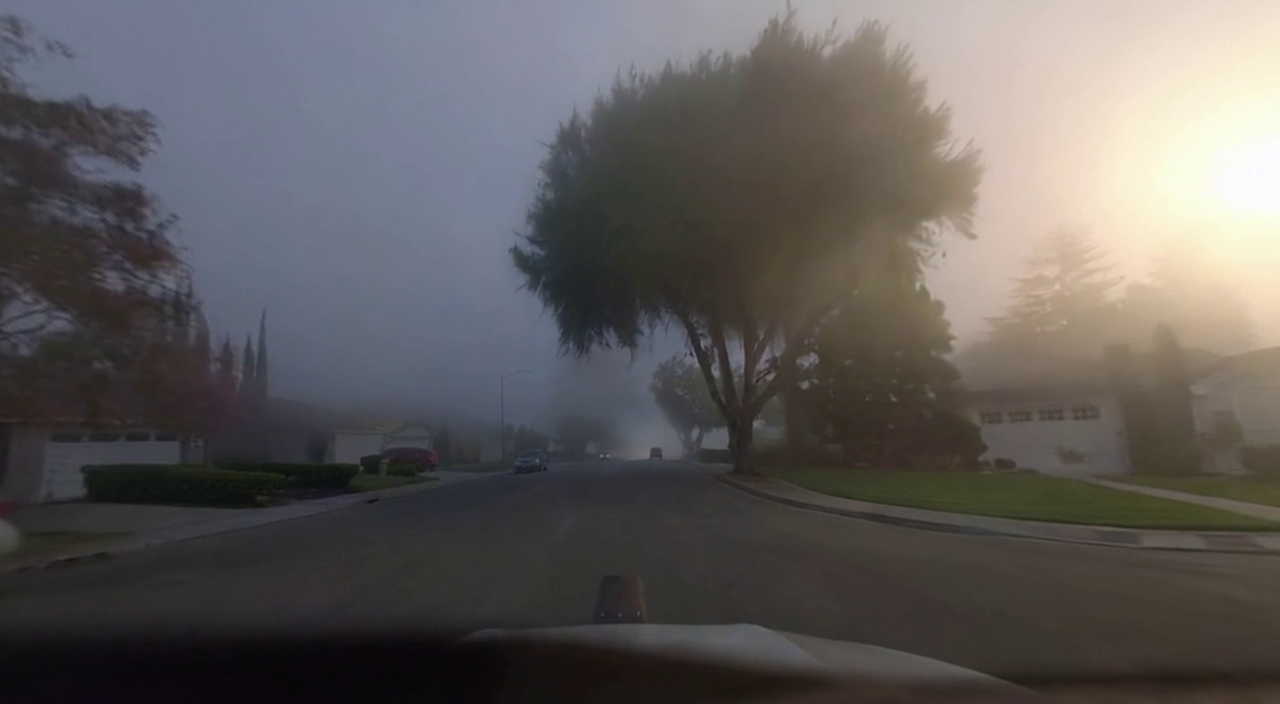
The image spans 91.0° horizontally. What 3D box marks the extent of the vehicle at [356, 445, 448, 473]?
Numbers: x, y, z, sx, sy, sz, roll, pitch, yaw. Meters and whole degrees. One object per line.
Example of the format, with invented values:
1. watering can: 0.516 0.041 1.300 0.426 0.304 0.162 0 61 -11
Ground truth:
1. vehicle: -14.438 6.506 38.340 4.850 1.676 1.920 0 -9 3
